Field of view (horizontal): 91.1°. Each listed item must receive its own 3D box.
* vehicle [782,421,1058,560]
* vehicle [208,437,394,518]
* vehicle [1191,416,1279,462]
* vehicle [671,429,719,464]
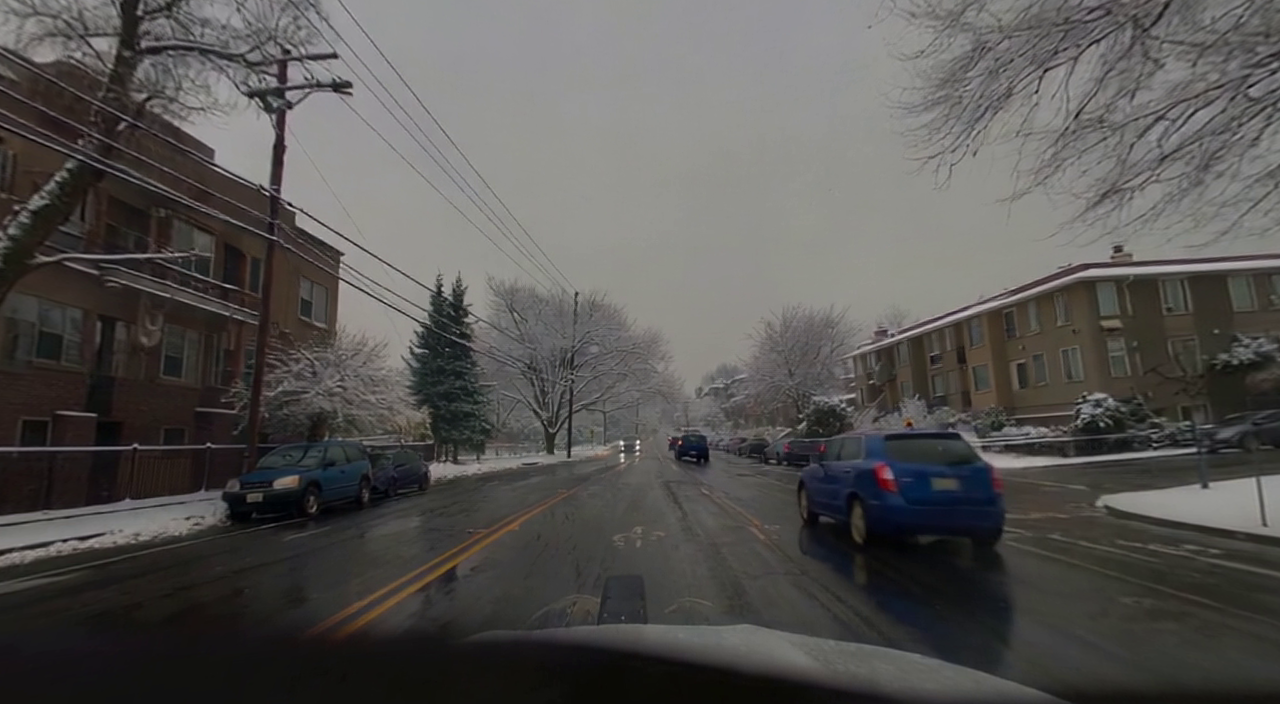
[{"bbox_3d":[3.657,1.883,9.315,2.028,1.552,4.370,0,-8,-1],"label":"vehicle"},{"bbox_3d":[-8.681,3.216,16.731,2.381,1.825,4.652,0,-8,-1],"label":"vehicle"},{"bbox_3d":[25.244,3.568,25.753,1.944,1.723,4.441,-2,-8,13],"label":"vehicle"},{"bbox_3d":[2.965,5.236,34.896,2.046,1.784,4.687,0,-8,-2],"label":"vehicle"}]
